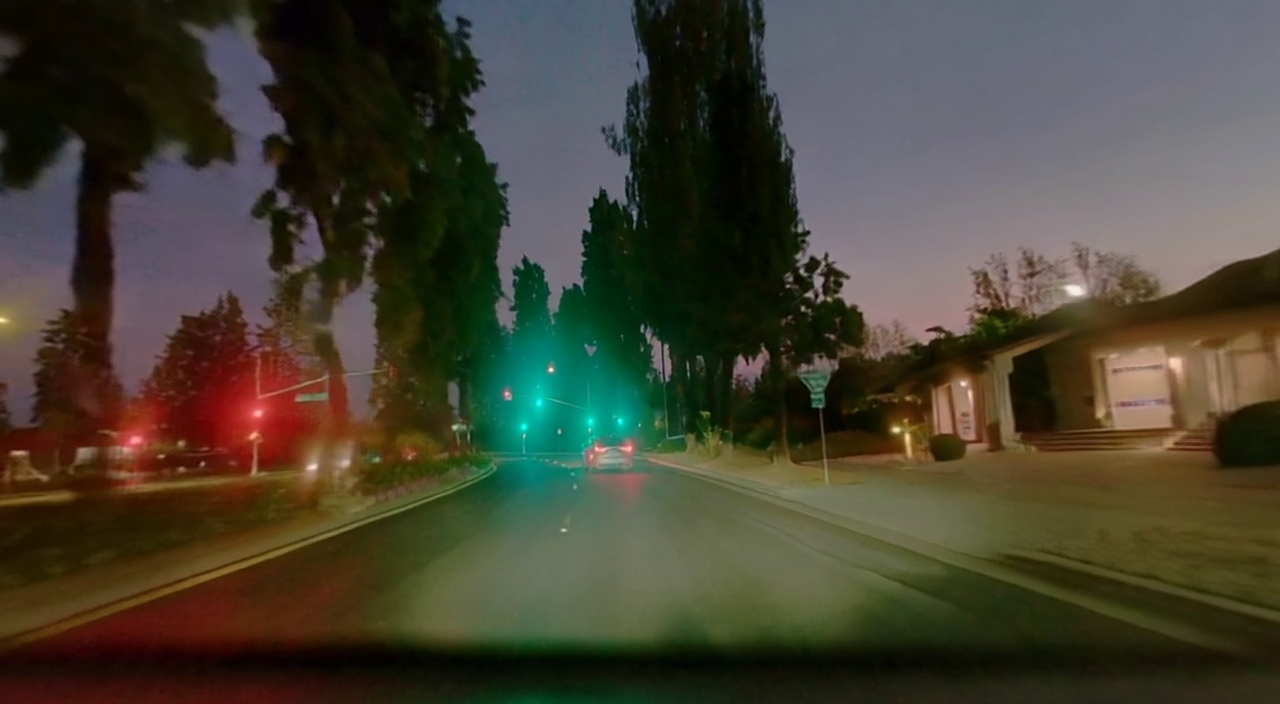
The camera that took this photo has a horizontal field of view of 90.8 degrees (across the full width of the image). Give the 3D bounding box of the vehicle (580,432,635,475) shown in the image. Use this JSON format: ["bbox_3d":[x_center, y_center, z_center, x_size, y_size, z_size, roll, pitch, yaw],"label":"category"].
[{"bbox_3d":[-1.516,4.476,27.934,1.990,1.707,4.225,1,-9,-9],"label":"vehicle"}]

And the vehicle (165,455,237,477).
[{"bbox_3d":[-34.643,8.965,49.958,4.271,1.640,2.033,4,-9,-25],"label":"vehicle"}]

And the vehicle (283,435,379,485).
[{"bbox_3d":[-13.690,4.800,28.448,2.259,1.973,5.712,1,-9,-9],"label":"vehicle"}]
